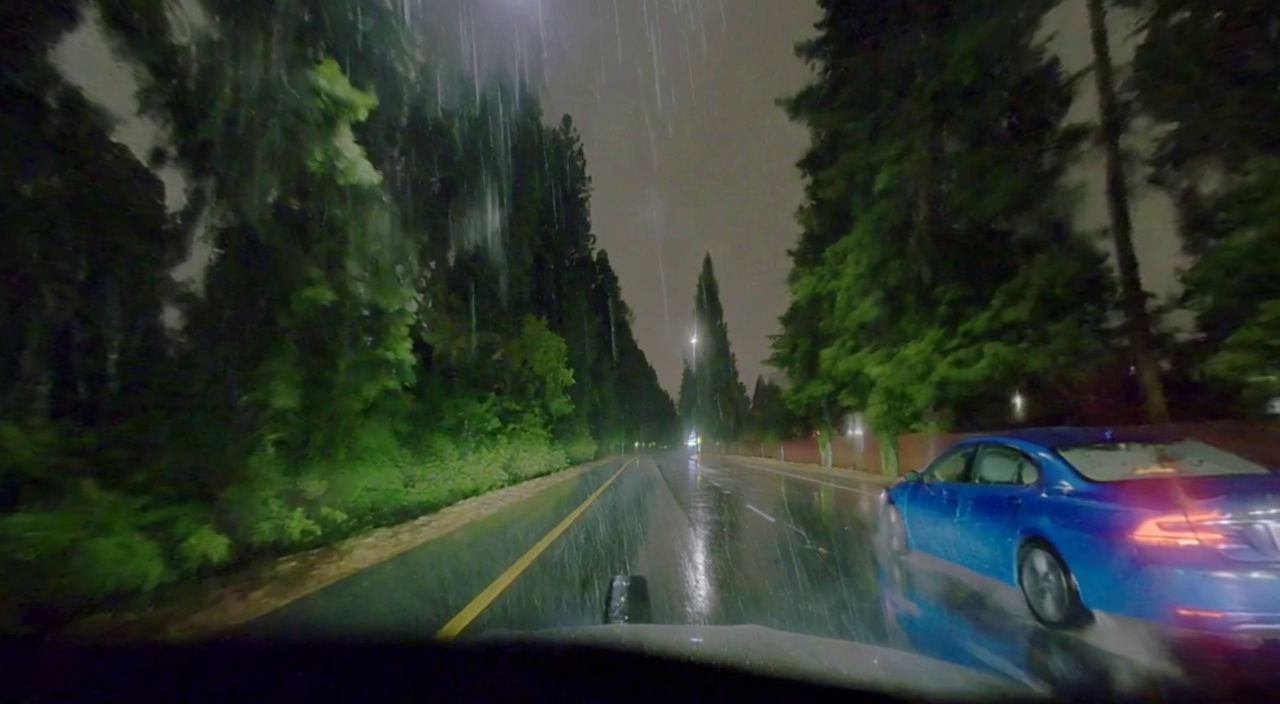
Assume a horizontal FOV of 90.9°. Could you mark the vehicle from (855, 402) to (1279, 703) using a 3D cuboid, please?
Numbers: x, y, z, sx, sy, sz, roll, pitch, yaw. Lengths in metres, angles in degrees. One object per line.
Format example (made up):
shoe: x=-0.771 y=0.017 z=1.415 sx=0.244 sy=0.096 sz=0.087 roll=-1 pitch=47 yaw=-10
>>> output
vehicle: x=3.790 y=1.352 z=5.551 sx=2.061 sy=1.503 sz=4.823 roll=0 pitch=-8 yaw=0
